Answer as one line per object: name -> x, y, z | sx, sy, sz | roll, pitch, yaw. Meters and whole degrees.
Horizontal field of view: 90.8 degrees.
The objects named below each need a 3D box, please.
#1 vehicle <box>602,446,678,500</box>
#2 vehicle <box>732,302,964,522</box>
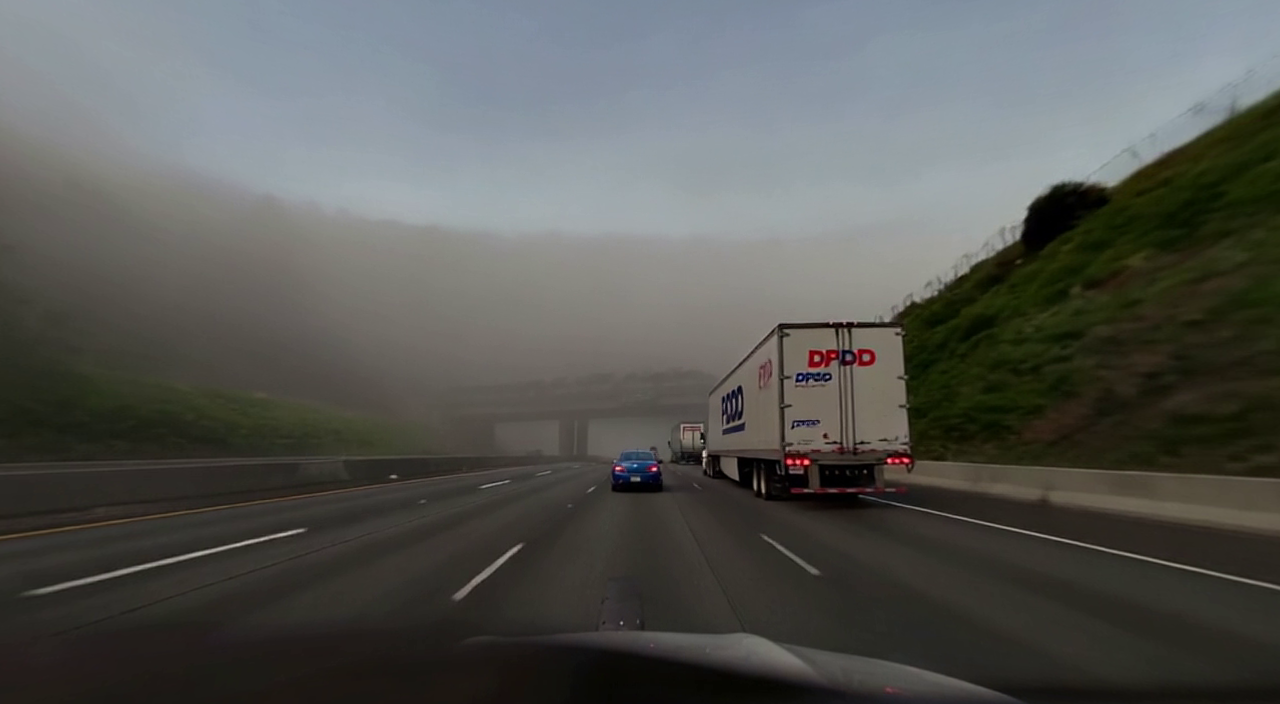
vehicle -> 0.001, 3.553, 18.903 | 2.029, 1.437, 3.794 | 0, -9, 0
vehicle -> 4.307, 1.680, 15.498 | 2.802, 3.956, 8.291 | 0, -9, 0
